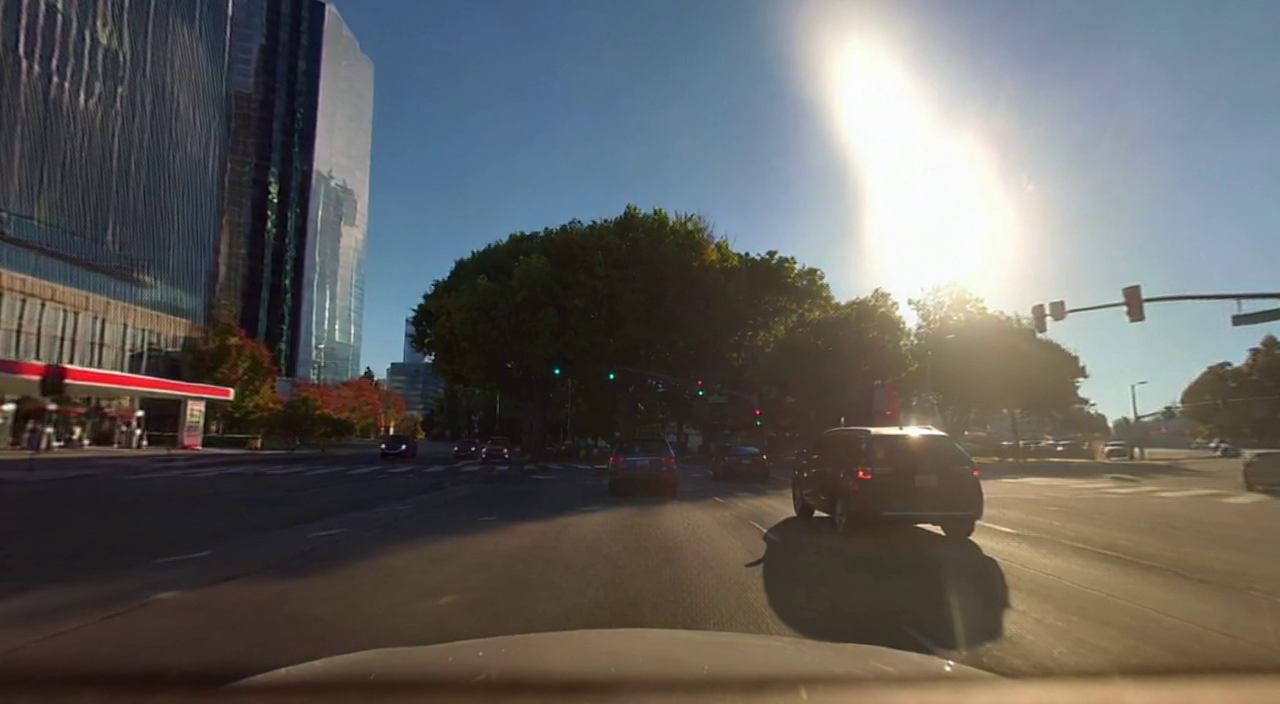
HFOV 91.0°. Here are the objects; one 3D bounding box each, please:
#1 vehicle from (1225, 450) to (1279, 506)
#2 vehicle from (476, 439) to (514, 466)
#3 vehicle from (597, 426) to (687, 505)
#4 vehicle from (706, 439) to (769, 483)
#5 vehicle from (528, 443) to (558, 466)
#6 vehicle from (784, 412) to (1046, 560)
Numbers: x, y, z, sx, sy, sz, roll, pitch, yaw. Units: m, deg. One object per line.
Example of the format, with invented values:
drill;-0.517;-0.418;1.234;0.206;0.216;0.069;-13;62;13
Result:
vehicle;18.975;3.662;18.674;2.057;1.473;4.462;-7;-11;40
vehicle;-9.722;6.749;42.446;1.992;1.755;4.283;1;-8;-7
vehicle;0.004;2.916;16.577;2.051;1.798;4.168;0;-8;-1
vehicle;3.797;4.303;25.085;1.800;1.592;3.658;0;-8;-2
vehicle;-6.865;7.236;44.687;1.987;1.505;4.337;1;-8;-8
vehicle;3.762;1.904;9.653;2.000;1.745;4.206;0;-8;-2
